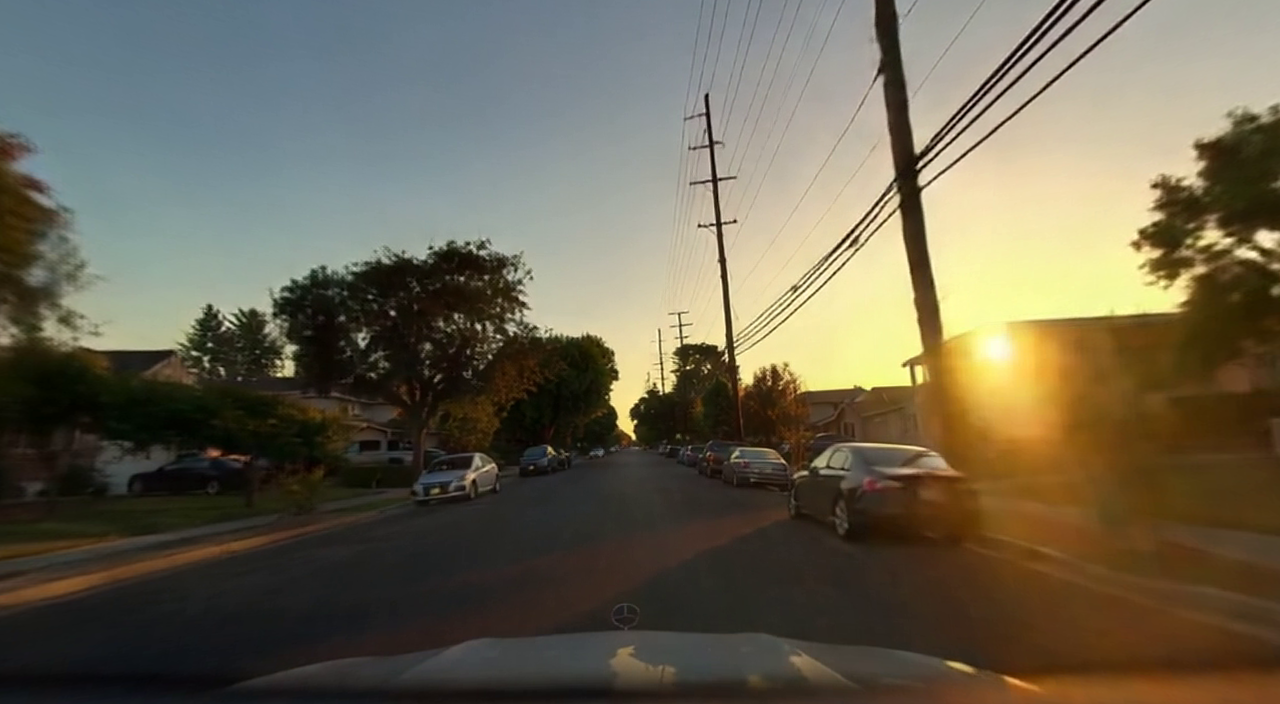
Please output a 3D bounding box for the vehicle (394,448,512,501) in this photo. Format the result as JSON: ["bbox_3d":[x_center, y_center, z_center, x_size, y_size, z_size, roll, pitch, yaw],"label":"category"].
[{"bbox_3d":[-5.754,3.829,20.215,2.199,1.439,4.757,-1,-9,2],"label":"vehicle"}]

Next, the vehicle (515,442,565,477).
[{"bbox_3d":[-5.762,6.285,37.024,2.118,1.753,4.377,-4,-9,0],"label":"vehicle"}]

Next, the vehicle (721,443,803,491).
[{"bbox_3d":[4.074,3.910,21.851,1.848,1.436,4.582,0,-9,-1],"label":"vehicle"}]

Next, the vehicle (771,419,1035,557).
[{"bbox_3d":[3.760,2.027,10.213,2.247,1.618,4.655,2,-8,-1],"label":"vehicle"}]

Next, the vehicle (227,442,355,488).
[{"bbox_3d":[-15.796,5.081,28.703,4.747,1.899,2.181,-1,-7,13],"label":"vehicle"}]

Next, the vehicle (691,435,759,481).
[{"bbox_3d":[3.660,4.701,28.340,2.122,1.809,5.421,0,-9,-2],"label":"vehicle"}]
